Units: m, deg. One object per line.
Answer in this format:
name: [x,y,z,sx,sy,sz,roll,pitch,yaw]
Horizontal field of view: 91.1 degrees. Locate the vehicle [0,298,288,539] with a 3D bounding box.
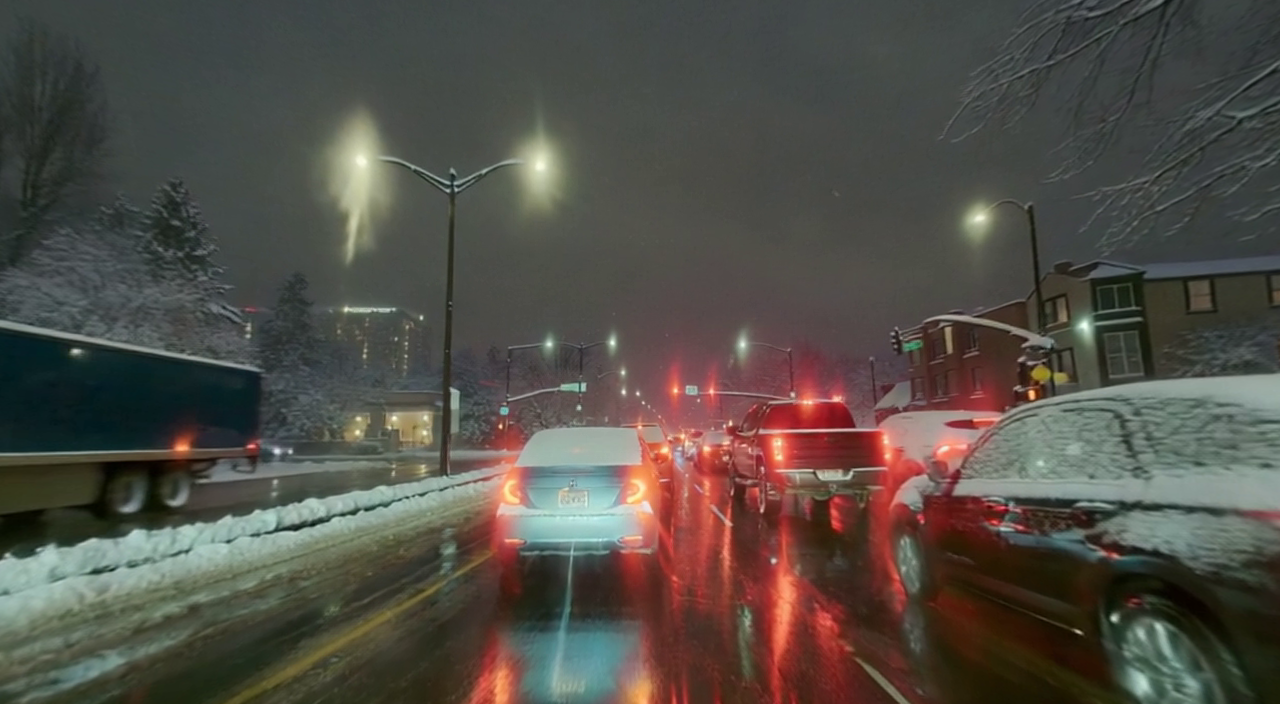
vehicle: [-13.290,1.259,11.702,3.246,4.347,17.394,0,-9,1]

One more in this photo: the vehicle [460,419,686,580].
vehicle: [-0.628,1.739,8.236,2.172,1.536,4.250,0,-9,1]

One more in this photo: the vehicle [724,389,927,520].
vehicle: [3.508,2.153,13.541,2.497,2.186,5.890,0,-9,-1]

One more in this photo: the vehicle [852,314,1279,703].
vehicle: [3.180,1.020,3.967,2.024,1.723,4.714,0,-9,0]
